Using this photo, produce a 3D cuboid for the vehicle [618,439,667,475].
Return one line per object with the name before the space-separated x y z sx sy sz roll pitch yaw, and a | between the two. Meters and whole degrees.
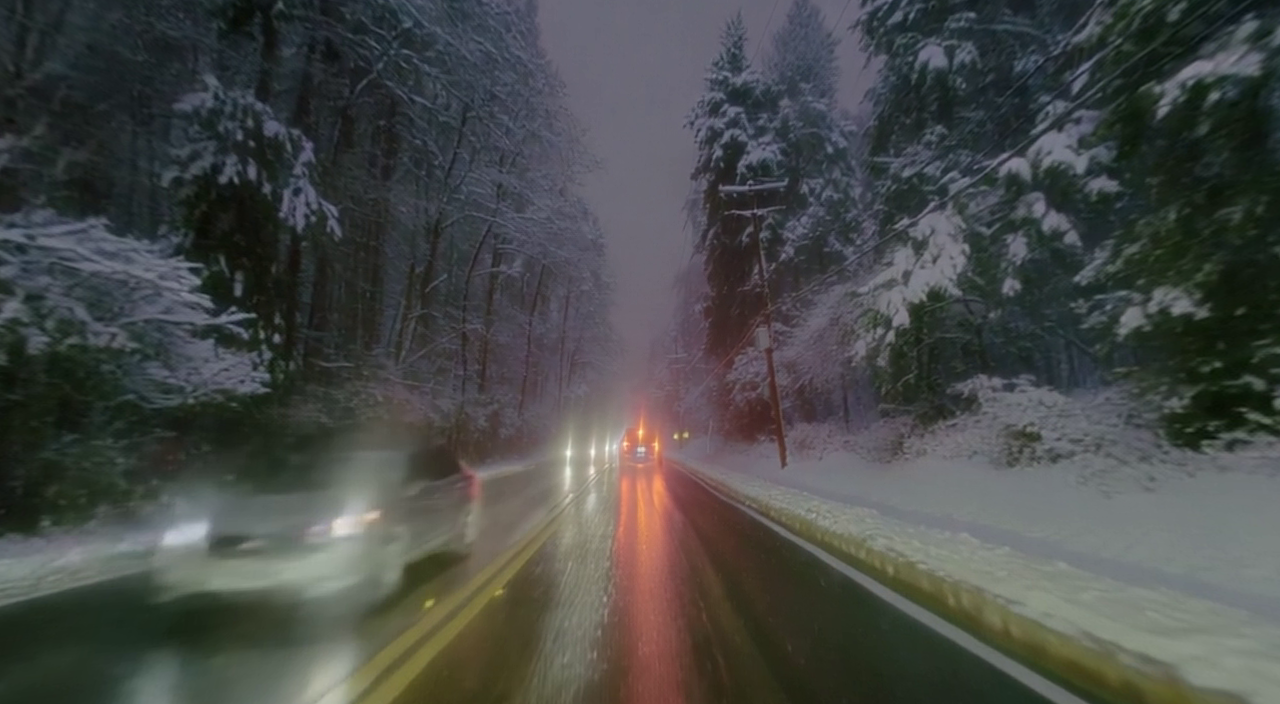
vehicle | 0.039 4.748 28.793 2.081 1.503 3.726 0 -8 -2
